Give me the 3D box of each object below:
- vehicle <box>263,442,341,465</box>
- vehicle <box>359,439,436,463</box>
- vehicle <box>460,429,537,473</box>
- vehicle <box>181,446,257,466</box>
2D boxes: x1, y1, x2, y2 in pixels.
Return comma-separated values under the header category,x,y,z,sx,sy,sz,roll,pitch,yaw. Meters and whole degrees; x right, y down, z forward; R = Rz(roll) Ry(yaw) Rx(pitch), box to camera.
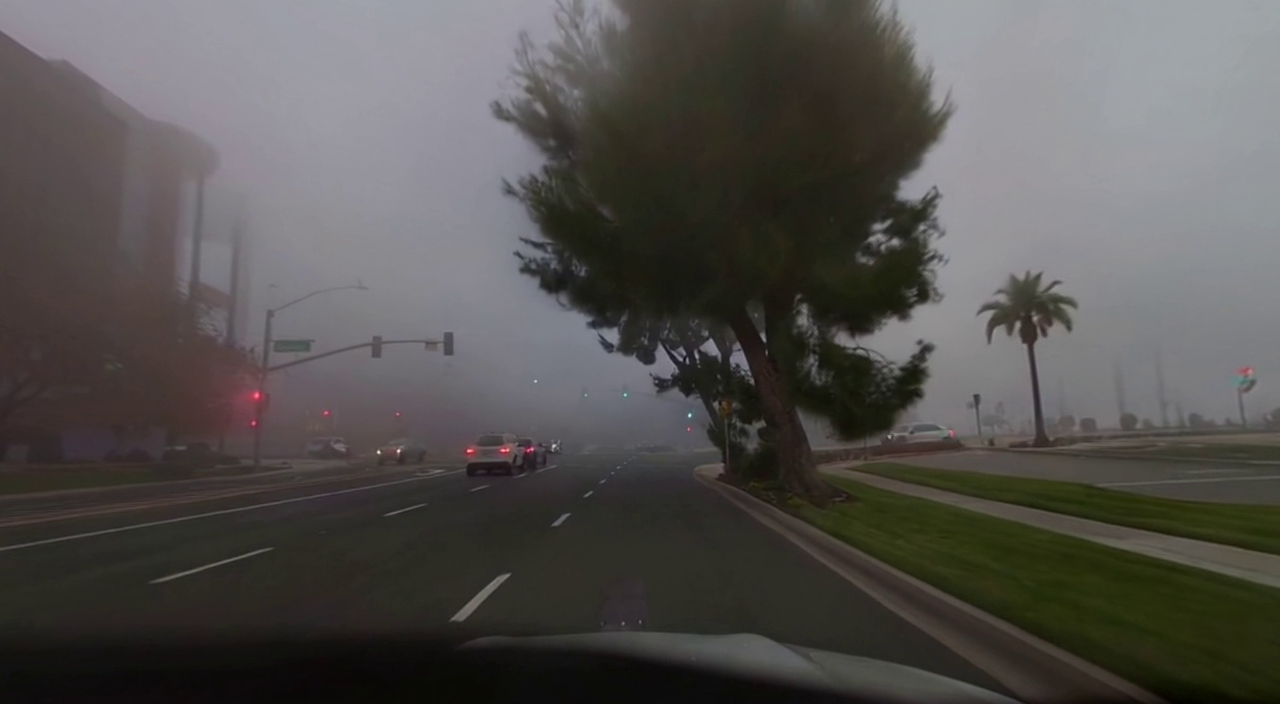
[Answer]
category,x,y,z,sx,sy,sz,roll,pitch,yaw
vehicle,-25.847,7.761,48.146,4.664,1.735,2.178,0,-8,1
vehicle,-18.615,7.619,48.338,4.983,1.823,2.078,0,-8,1
vehicle,-6.022,4.303,27.405,2.121,1.731,4.707,0,-8,2
vehicle,-32.530,8.050,48.565,4.421,1.482,1.927,0,-8,0
